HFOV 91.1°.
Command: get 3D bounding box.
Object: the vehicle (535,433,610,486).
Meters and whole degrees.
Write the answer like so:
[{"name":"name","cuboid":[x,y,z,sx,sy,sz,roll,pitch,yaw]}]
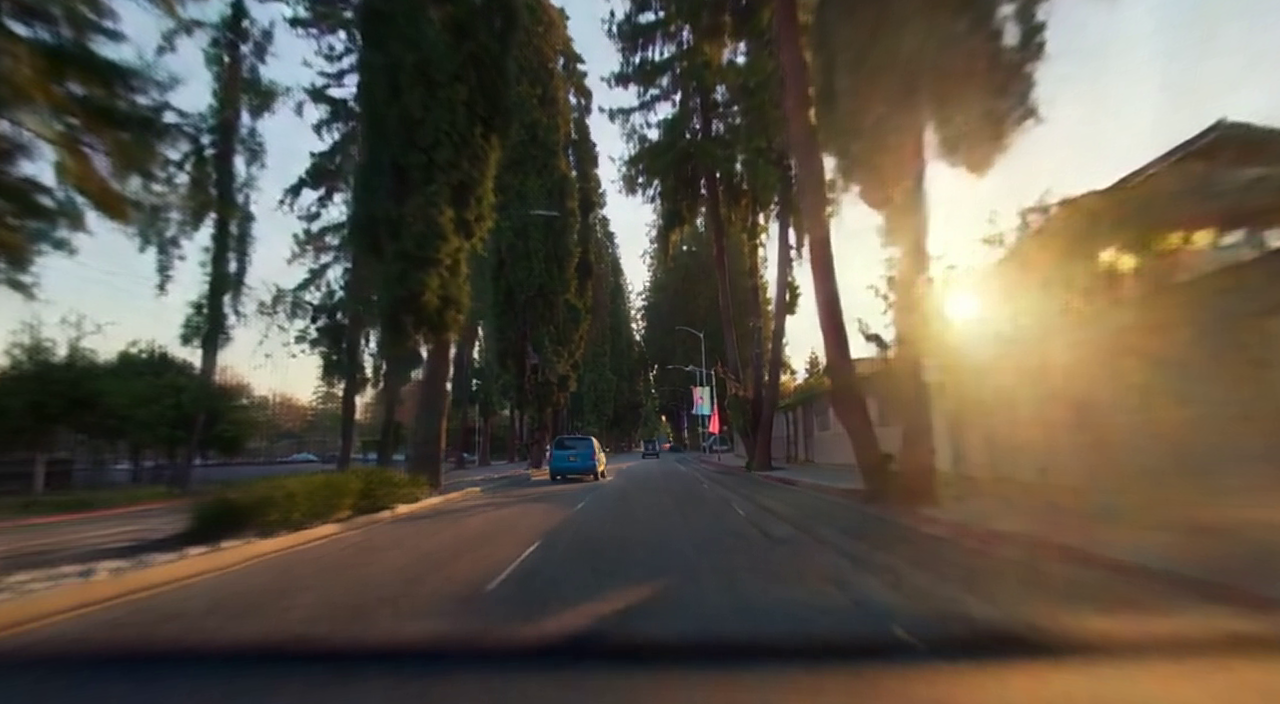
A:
[{"name":"vehicle","cuboid":[-2.490,4.157,24.604,2.281,1.837,4.845,0,-9,1]}]
